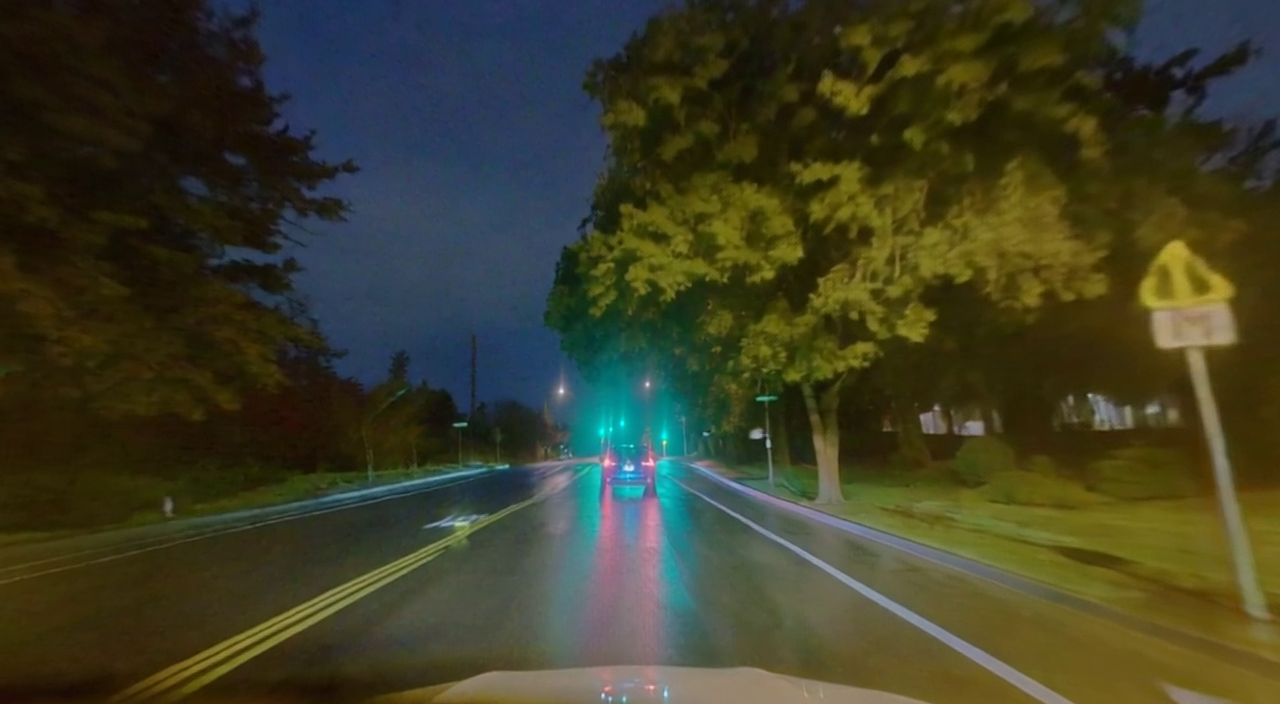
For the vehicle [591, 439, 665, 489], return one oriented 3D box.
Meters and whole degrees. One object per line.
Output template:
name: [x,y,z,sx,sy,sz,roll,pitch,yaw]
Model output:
vehicle: [-0.384,3.809,21.820,2.295,1.510,4.364,0,-9,0]
